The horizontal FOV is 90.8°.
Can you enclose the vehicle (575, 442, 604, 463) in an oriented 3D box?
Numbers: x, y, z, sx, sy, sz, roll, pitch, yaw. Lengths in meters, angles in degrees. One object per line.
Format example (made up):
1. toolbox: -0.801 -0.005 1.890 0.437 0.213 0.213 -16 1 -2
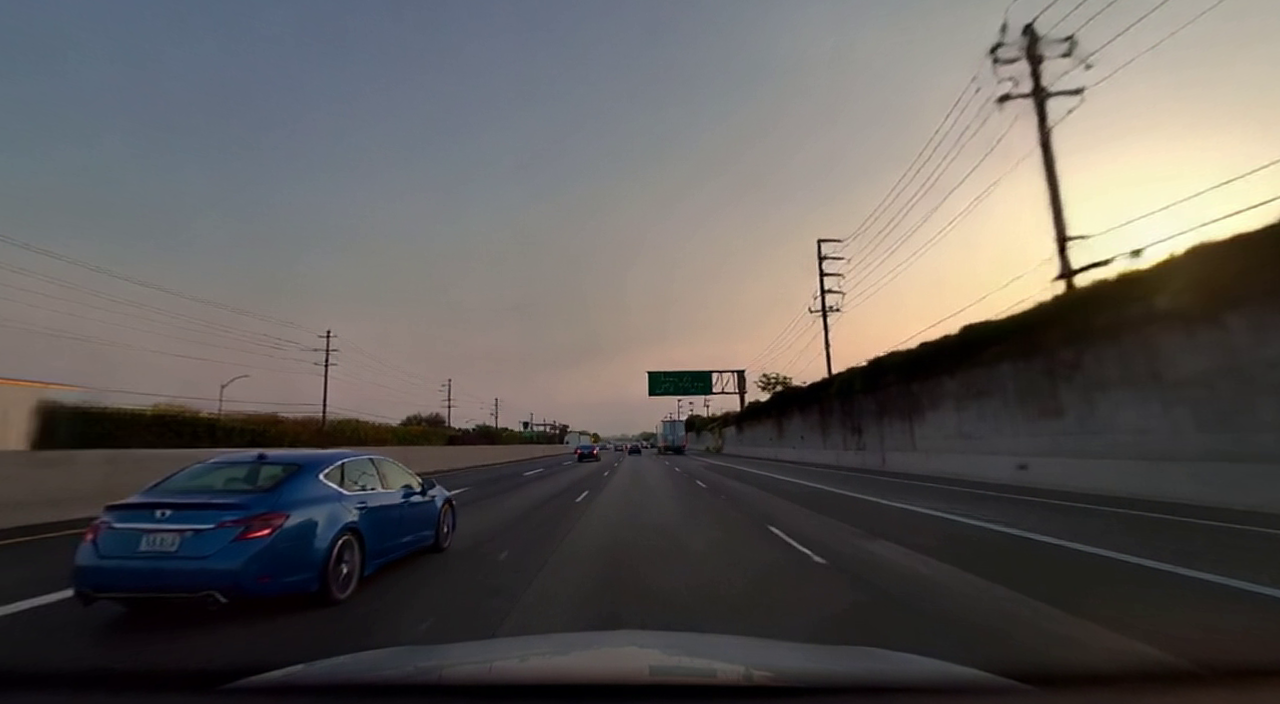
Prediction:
1. vehicle: -3.938 7.943 49.965 2.009 1.533 4.175 0 -9 0
